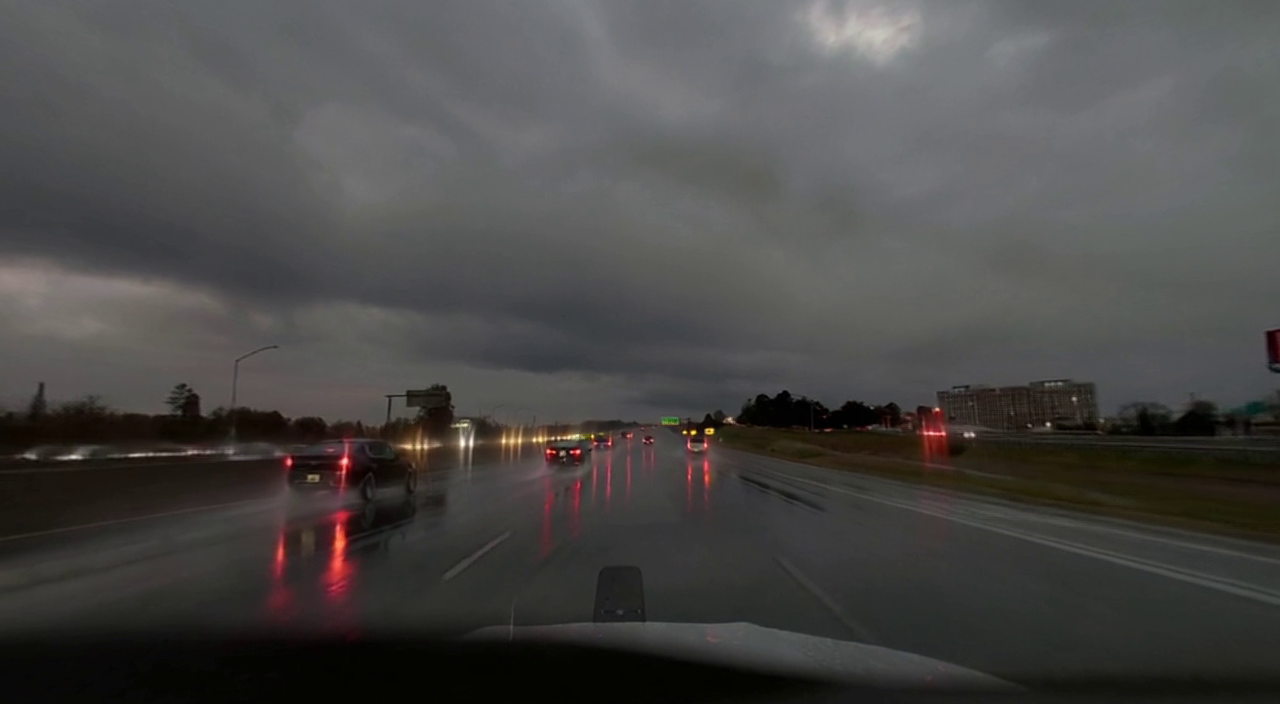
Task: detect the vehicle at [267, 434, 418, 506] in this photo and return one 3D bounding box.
[{"bbox_3d":[-7.098,2.842,15.478,1.865,1.518,3.620,0,-9,1],"label":"vehicle"}]

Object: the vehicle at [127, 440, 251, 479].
[{"bbox_3d":[-19.662,4.684,27.751,1.906,1.534,4.695,0,-9,1],"label":"vehicle"}]

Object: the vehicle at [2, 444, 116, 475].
[{"bbox_3d":[-31.082,5.738,33.886,1.876,1.532,4.388,0,-9,1],"label":"vehicle"}]

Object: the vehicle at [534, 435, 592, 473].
[{"bbox_3d":[-3.384,4.580,28.418,2.001,1.577,4.055,0,-9,1],"label":"vehicle"}]

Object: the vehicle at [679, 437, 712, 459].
[{"bbox_3d":[4.198,7.401,48.446,2.135,1.532,4.506,0,-9,0],"label":"vehicle"}]
